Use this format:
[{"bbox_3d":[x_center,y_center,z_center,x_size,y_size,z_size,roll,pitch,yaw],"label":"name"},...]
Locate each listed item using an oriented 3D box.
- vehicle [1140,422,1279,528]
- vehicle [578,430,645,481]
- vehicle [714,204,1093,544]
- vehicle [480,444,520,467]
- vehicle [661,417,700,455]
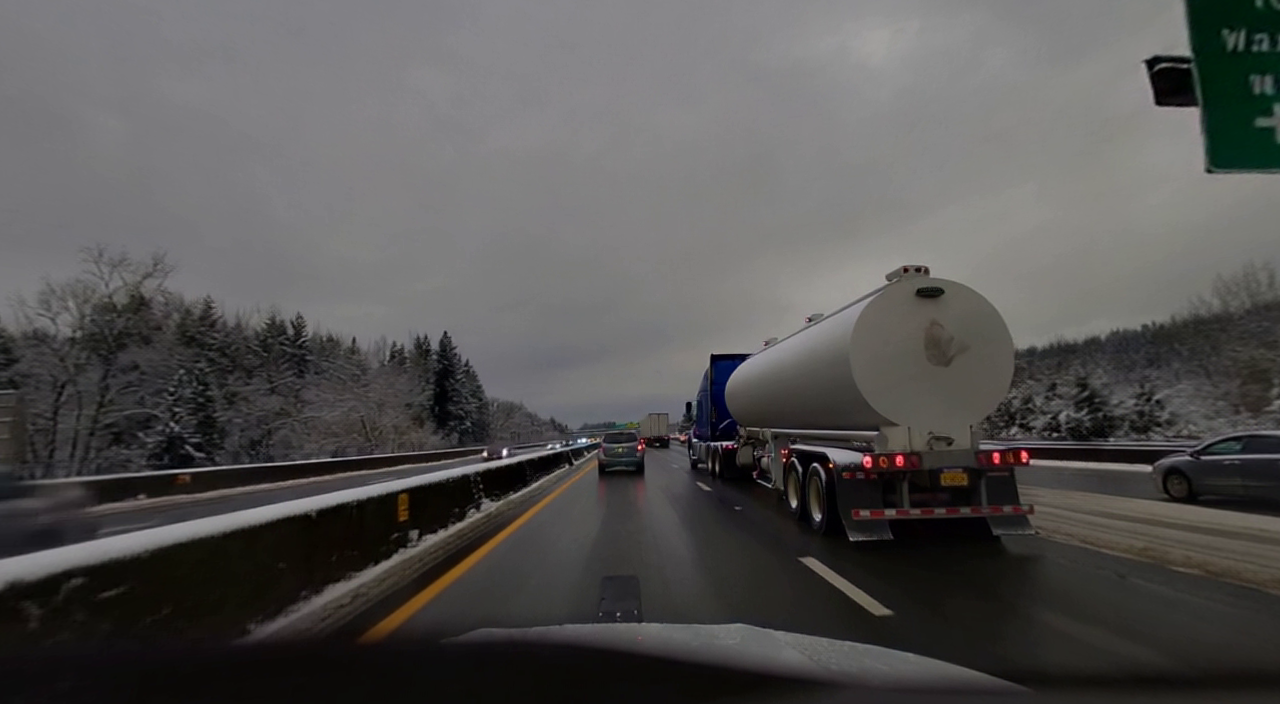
[{"bbox_3d":[9.824,1.777,9.217,1.739,1.471,3.889,0,-8,-2],"label":"vehicle"},{"bbox_3d":[-0.851,3.344,20.629,2.000,1.510,3.518,0,-8,0],"label":"vehicle"},{"bbox_3d":[3.495,0.813,11.818,2.826,3.905,9.262,0,-8,-1],"label":"vehicle"},{"bbox_3d":[-9.343,6.922,42.372,1.853,1.459,4.228,0,-8,-1],"label":"vehicle"},{"bbox_3d":[3.120,6.613,49.452,2.475,2.782,4.986,0,-8,-3],"label":"vehicle"}]
